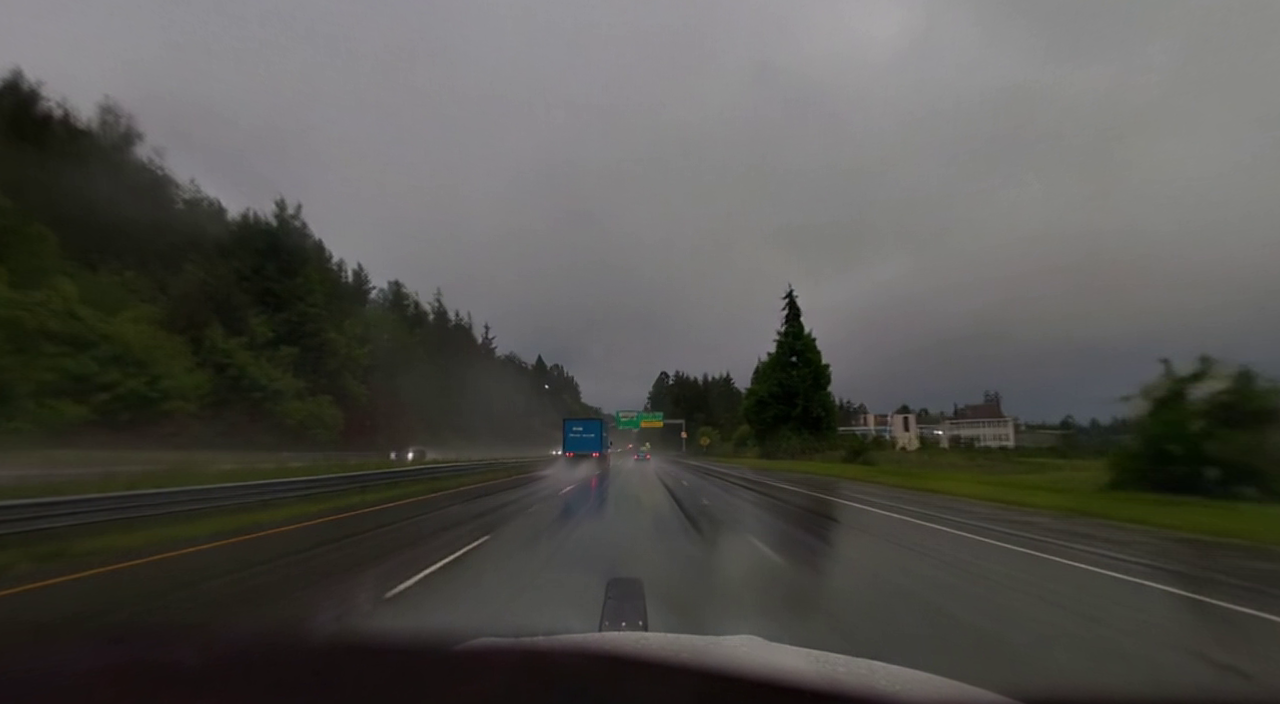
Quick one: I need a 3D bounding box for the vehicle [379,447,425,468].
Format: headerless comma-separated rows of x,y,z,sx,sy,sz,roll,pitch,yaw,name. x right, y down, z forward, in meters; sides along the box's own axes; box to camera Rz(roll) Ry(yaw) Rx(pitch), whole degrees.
-17.591,7.798,46.671,1.757,1.491,4.055,0,-9,1,vehicle

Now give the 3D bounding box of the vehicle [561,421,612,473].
-3.399,6.283,41.632,2.695,3.151,6.885,0,-9,1,vehicle
